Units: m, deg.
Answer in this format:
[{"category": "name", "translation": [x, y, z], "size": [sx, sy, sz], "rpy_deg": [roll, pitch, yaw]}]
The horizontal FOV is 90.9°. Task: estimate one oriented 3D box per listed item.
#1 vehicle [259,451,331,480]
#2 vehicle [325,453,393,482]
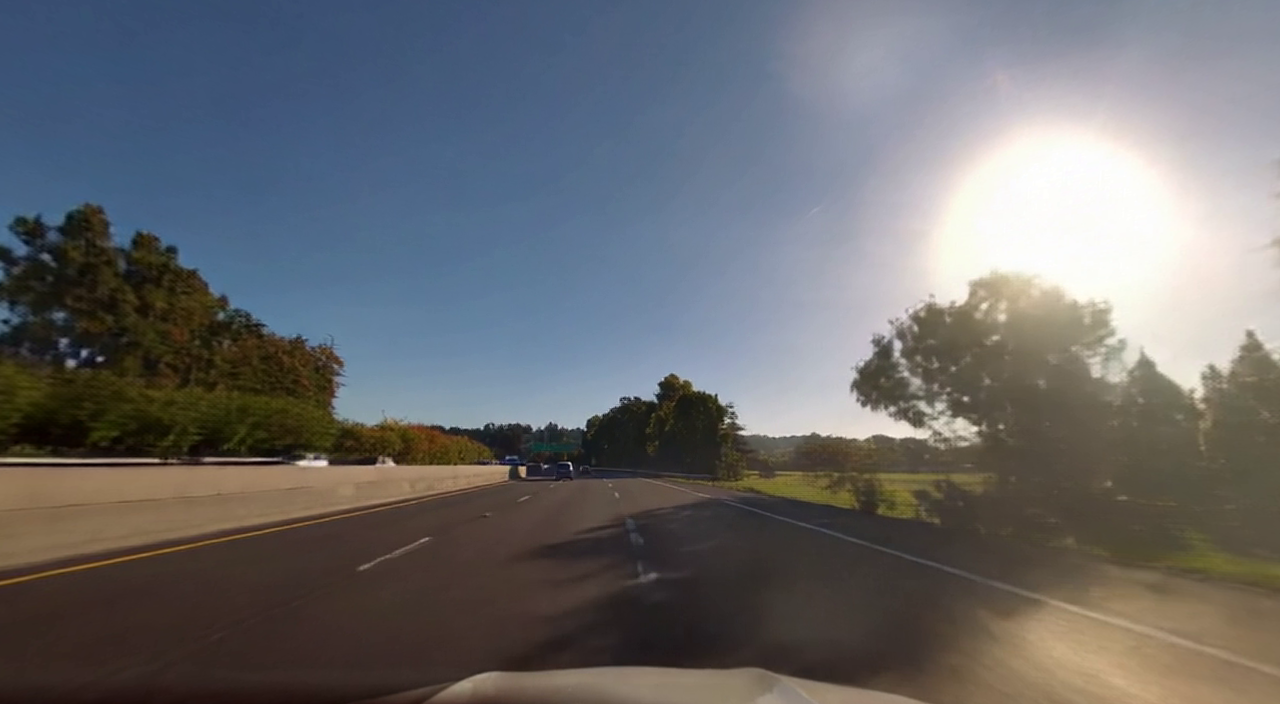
[{"category": "vehicle", "translation": [-19.164, 6.344, 35.246], "size": [1.819, 1.482, 4.228], "rpy_deg": [1, -10, -3]}, {"category": "vehicle", "translation": [-15.588, 6.455, 35.199], "size": [1.965, 1.498, 4.378], "rpy_deg": [1, -10, -3]}]
